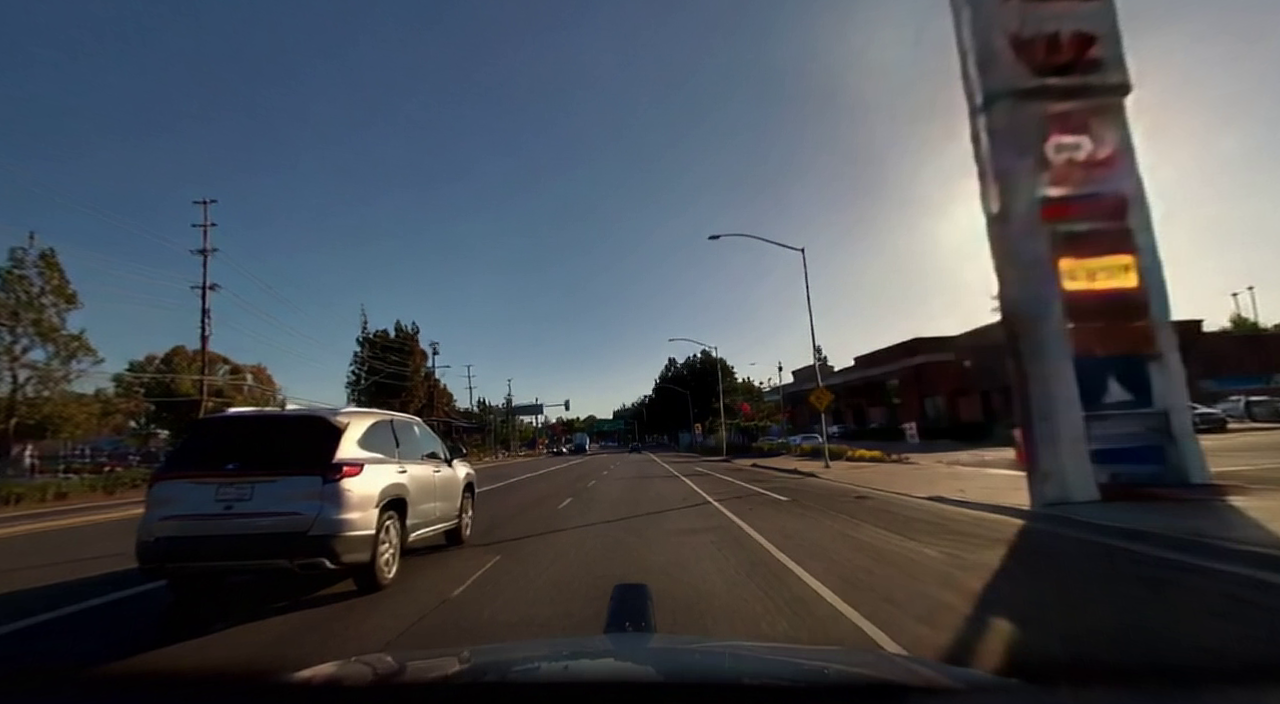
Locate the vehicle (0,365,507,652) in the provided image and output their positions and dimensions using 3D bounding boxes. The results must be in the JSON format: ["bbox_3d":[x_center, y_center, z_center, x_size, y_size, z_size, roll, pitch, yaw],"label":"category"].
[{"bbox_3d":[-3.044,1.345,6.512,2.190,1.844,4.751,0,-8,1],"label":"vehicle"}]
